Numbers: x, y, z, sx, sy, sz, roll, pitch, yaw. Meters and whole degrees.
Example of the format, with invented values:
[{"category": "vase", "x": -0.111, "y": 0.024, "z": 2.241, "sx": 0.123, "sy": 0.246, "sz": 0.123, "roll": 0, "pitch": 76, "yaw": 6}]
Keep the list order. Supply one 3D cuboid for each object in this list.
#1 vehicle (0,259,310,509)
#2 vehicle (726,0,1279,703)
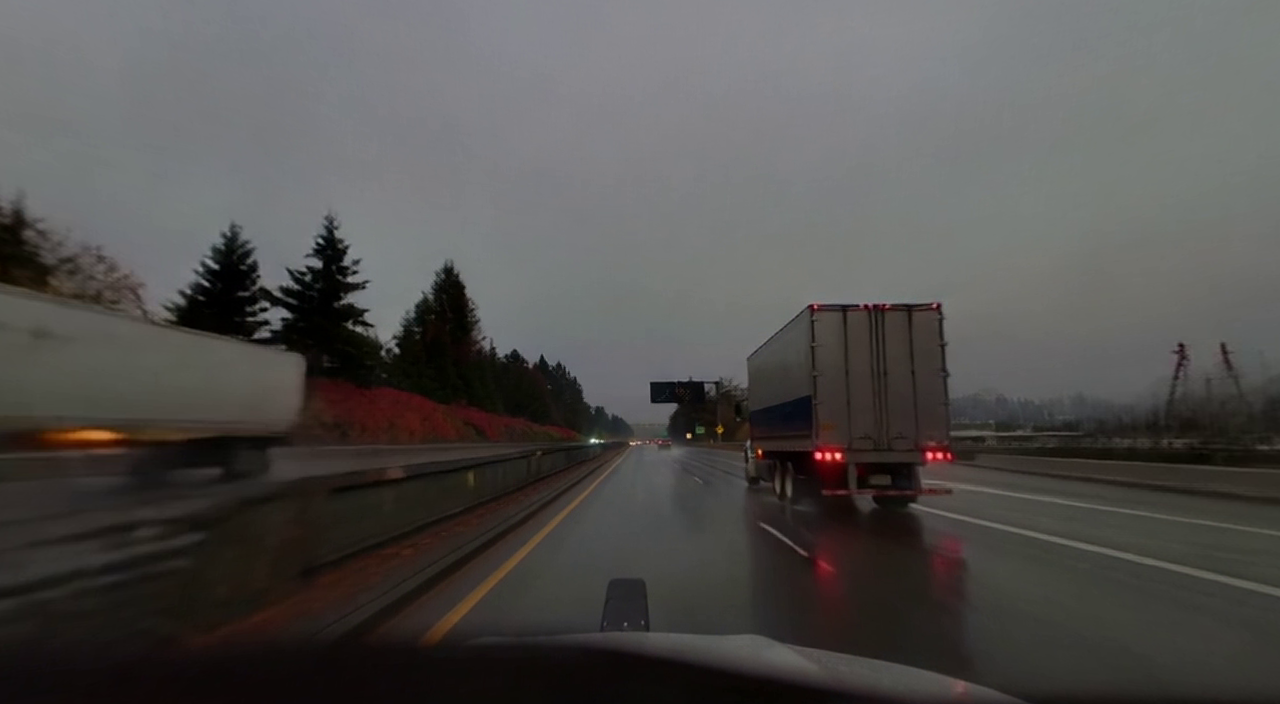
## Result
[{"category": "vehicle", "x": -11.726, "y": 0.874, "z": 12.609, "sx": 2.874, "sy": 3.991, "sz": 13.320, "roll": 0, "pitch": -8, "yaw": 0}, {"category": "vehicle", "x": 3.771, "y": 0.213, "z": 7.349, "sx": 3.691, "sy": 4.331, "sz": 13.909, "roll": 0, "pitch": -8, "yaw": 0}]
